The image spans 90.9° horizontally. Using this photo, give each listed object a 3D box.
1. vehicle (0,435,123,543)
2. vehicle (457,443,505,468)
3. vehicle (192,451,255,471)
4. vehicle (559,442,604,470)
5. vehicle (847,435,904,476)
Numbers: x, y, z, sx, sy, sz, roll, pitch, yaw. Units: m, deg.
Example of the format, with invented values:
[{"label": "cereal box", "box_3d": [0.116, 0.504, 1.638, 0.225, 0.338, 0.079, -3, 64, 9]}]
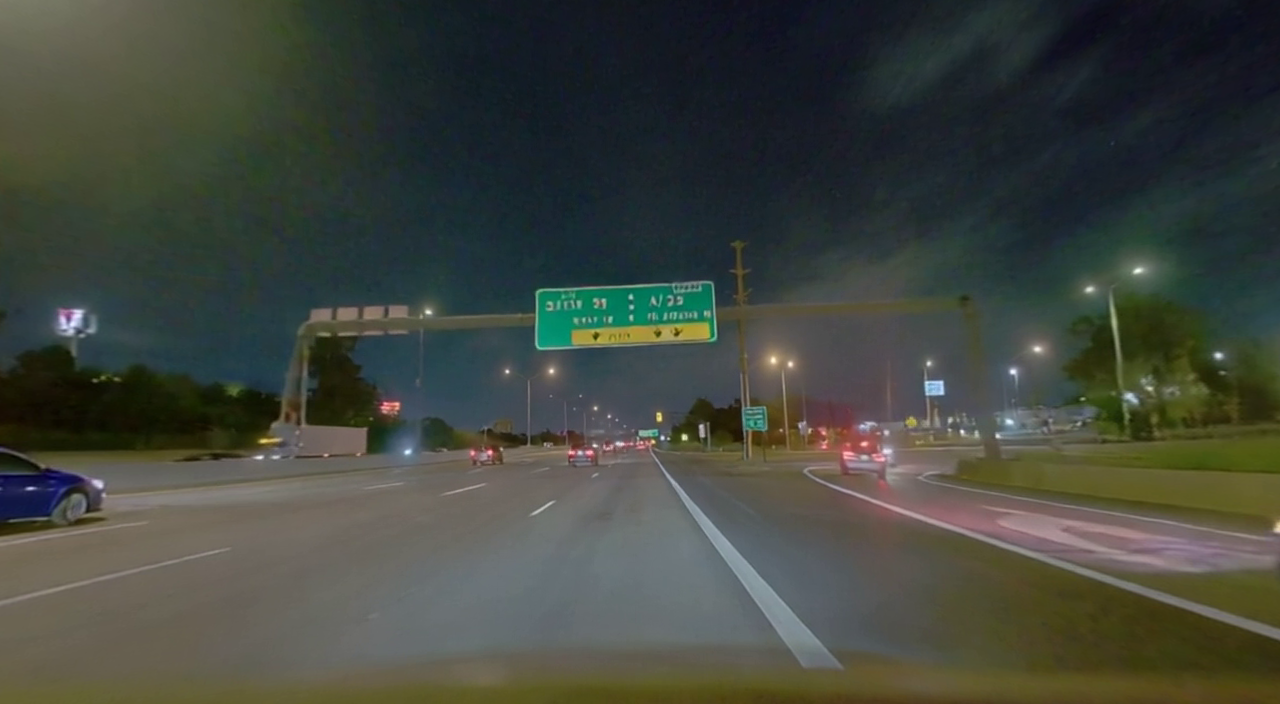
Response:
[{"label": "vehicle", "box_3d": [-10.190, 1.905, 8.663, 2.002, 1.526, 4.822, 0, -8, 1]}, {"label": "vehicle", "box_3d": [-10.001, 6.525, 40.017, 1.930, 1.490, 3.955, 0, -8, 1]}, {"label": "vehicle", "box_3d": [-32.729, 8.563, 49.730, 1.817, 1.468, 4.614, 0, -8, -1]}, {"label": "vehicle", "box_3d": [-3.277, 5.901, 36.170, 2.050, 1.479, 4.342, 0, -8, 1]}, {"label": "vehicle", "box_3d": [11.427, 5.040, 30.915, 2.127, 1.815, 4.777, -2, -9, 15]}]
